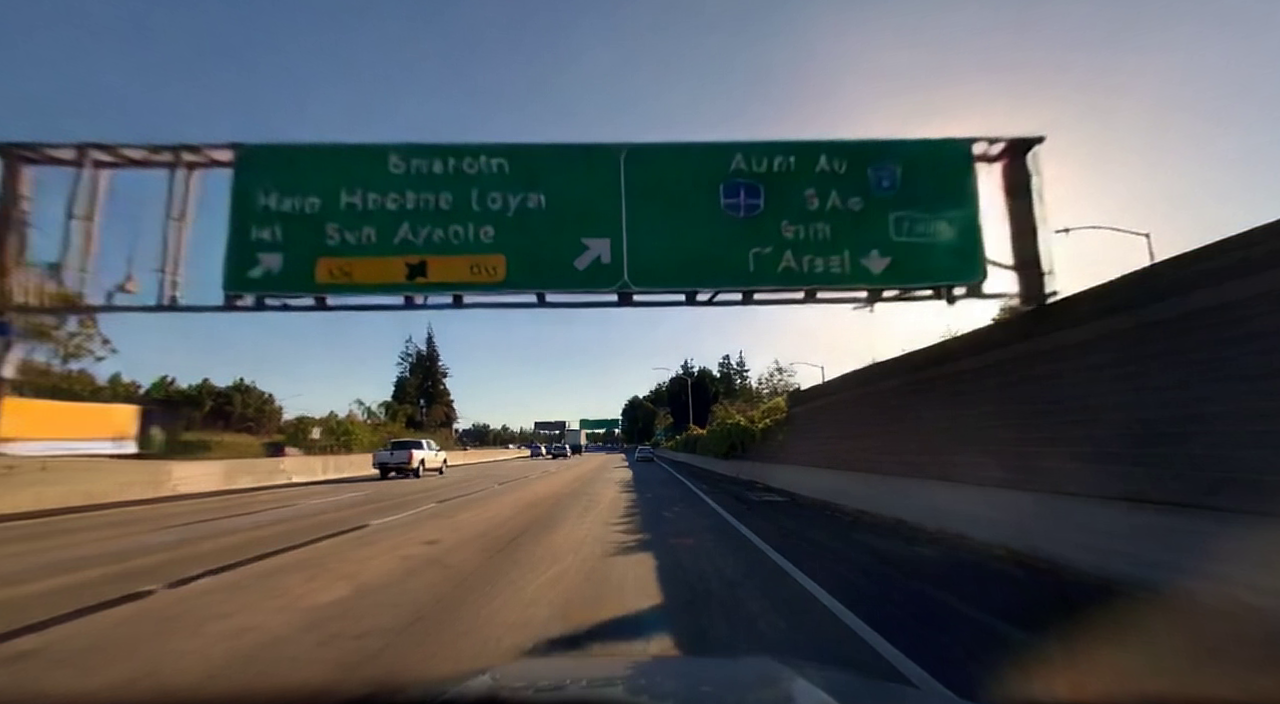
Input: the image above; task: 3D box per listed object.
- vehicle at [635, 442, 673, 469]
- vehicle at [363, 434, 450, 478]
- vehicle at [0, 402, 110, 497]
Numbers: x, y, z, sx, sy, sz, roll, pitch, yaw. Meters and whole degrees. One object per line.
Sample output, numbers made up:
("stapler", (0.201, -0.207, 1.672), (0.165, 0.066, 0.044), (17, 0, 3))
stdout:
("vehicle", (0.812, 6.117, 37.454), (2.137, 1.461, 3.999), (-1, -8, 1))
("vehicle", (-10.567, 4.725, 29.037), (2.246, 1.812, 4.740), (0, -8, -1))
("vehicle", (-17.743, 2.562, 16.538), (2.447, 2.421, 6.020), (0, -8, -1))
